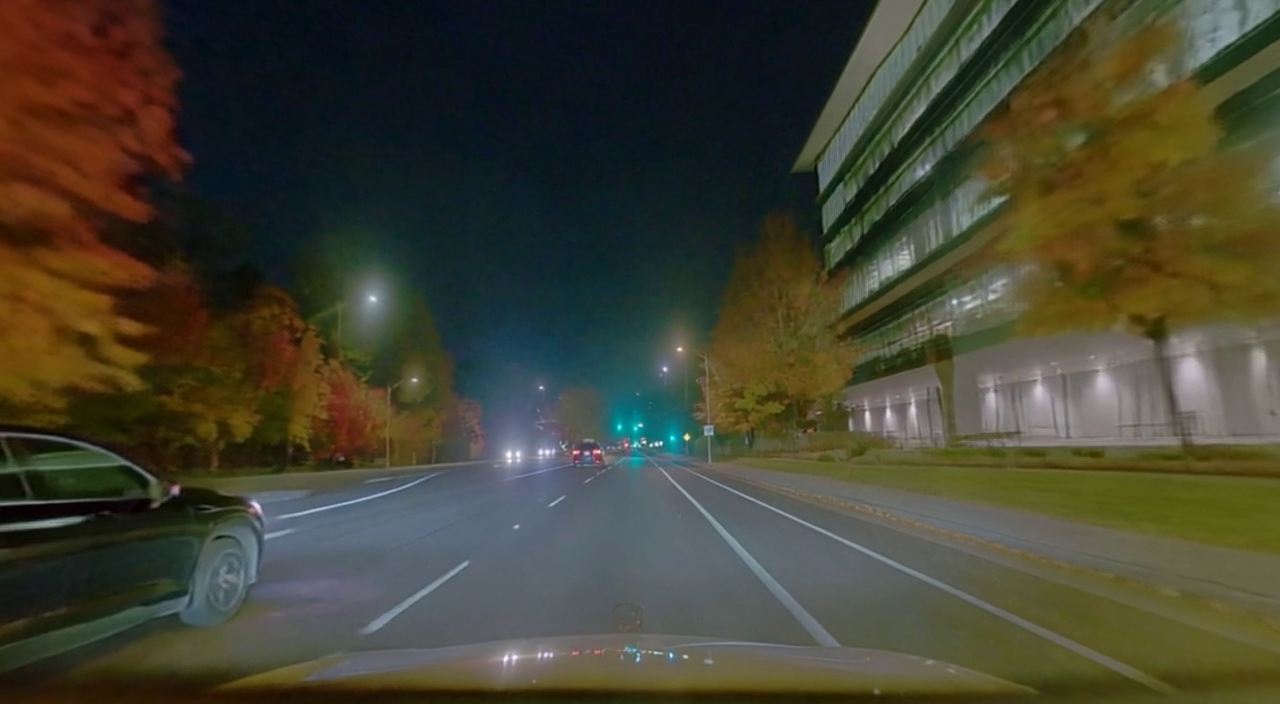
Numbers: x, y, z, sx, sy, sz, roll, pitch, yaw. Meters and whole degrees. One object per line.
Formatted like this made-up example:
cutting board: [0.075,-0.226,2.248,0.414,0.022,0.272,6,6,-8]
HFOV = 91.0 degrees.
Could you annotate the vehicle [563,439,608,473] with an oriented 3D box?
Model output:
vehicle: [-3.097,6.011,36.571,2.112,1.779,4.489,0,-9,1]

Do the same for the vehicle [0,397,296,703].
vehicle: [-3.870,0.999,3.029,1.923,1.528,4.309,0,-9,1]
